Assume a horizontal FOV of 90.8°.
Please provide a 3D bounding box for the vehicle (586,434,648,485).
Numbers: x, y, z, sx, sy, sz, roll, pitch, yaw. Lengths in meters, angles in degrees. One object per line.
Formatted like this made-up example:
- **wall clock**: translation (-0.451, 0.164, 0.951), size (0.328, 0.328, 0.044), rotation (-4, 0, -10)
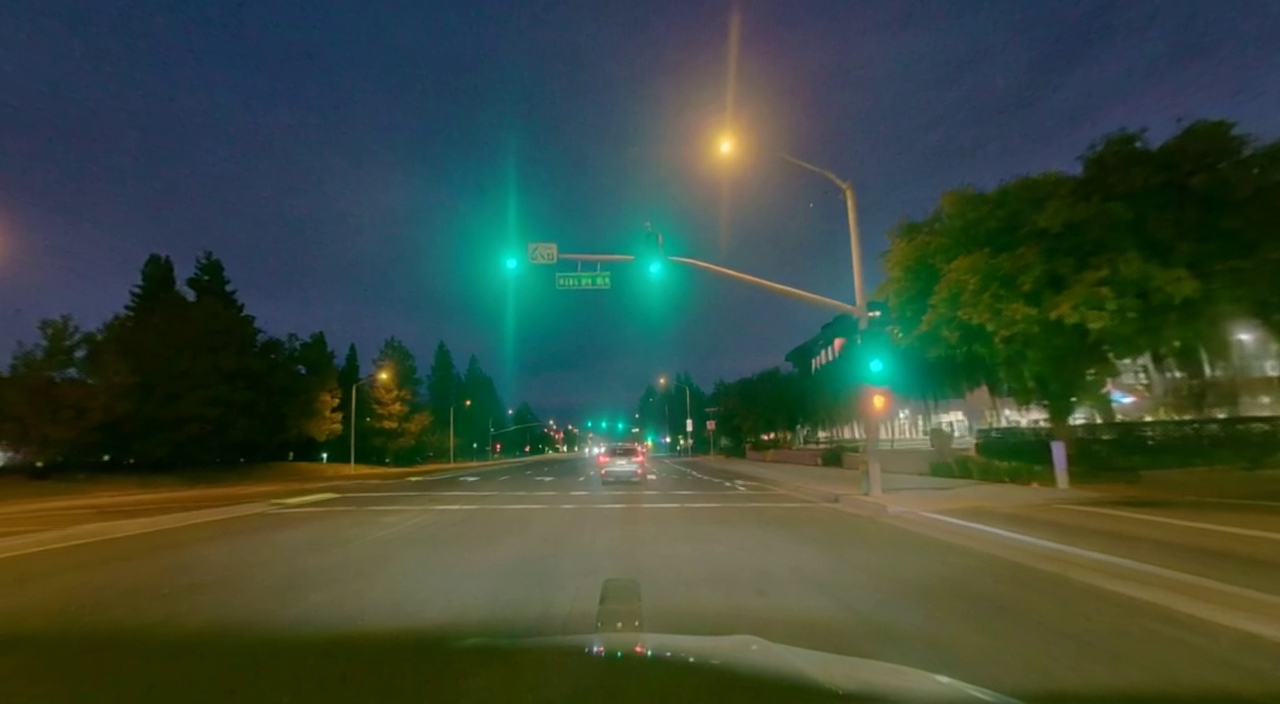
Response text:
- **vehicle**: translation (-0.833, 3.986, 23.695), size (2.130, 1.711, 4.038), rotation (0, -9, -1)
